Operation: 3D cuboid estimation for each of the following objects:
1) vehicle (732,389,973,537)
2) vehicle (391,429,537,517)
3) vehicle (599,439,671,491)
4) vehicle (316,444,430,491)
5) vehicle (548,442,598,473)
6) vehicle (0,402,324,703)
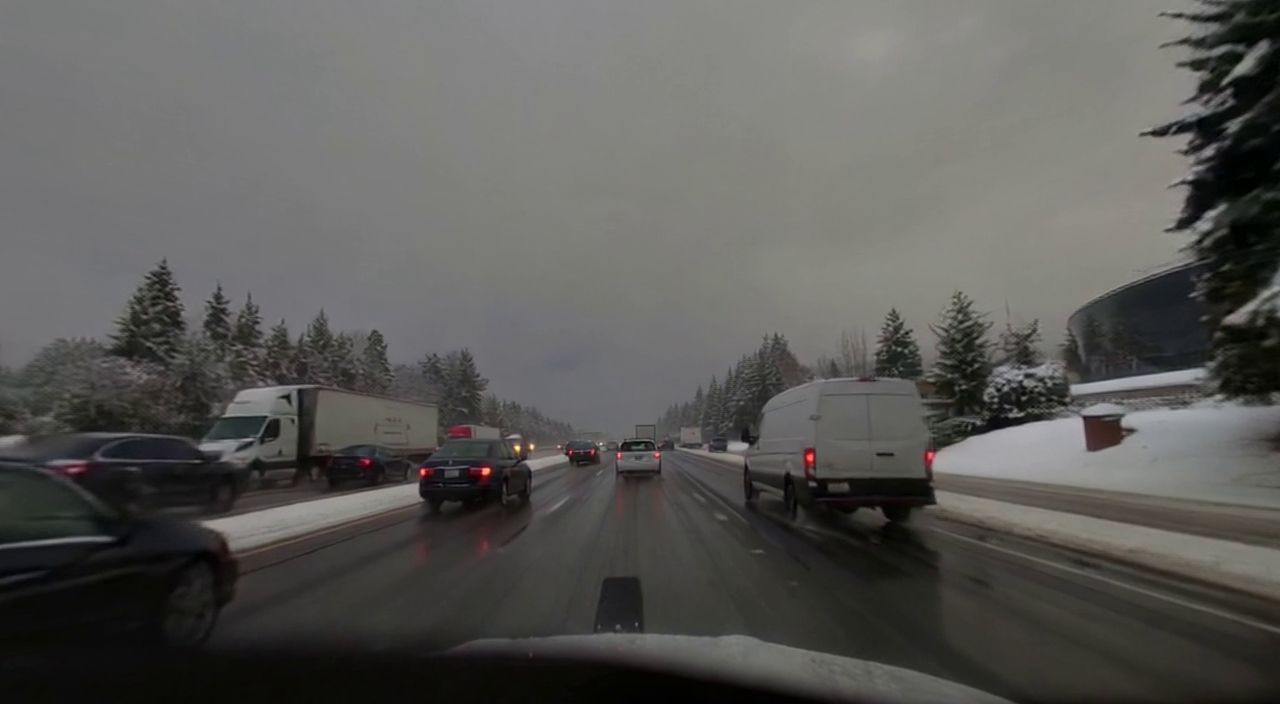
[{"bbox_3d":[3.415,1.987,11.743,2.460,2.086,5.576,0,-9,-1],"label":"vehicle"},{"bbox_3d":[-3.591,2.557,13.751,1.956,1.602,4.258,0,-9,0],"label":"vehicle"},{"bbox_3d":[-0.158,3.495,19.852,2.053,1.461,3.941,0,-9,-1],"label":"vehicle"},{"bbox_3d":[-9.078,3.939,21.923,1.937,1.450,4.569,0,-9,1],"label":"vehicle"},{"bbox_3d":[-3.395,5.442,32.660,2.062,1.459,4.365,0,-9,0],"label":"vehicle"},{"bbox_3d":[-3.562,0.959,2.617,2.098,1.463,4.578,0,-9,0],"label":"vehicle"}]
